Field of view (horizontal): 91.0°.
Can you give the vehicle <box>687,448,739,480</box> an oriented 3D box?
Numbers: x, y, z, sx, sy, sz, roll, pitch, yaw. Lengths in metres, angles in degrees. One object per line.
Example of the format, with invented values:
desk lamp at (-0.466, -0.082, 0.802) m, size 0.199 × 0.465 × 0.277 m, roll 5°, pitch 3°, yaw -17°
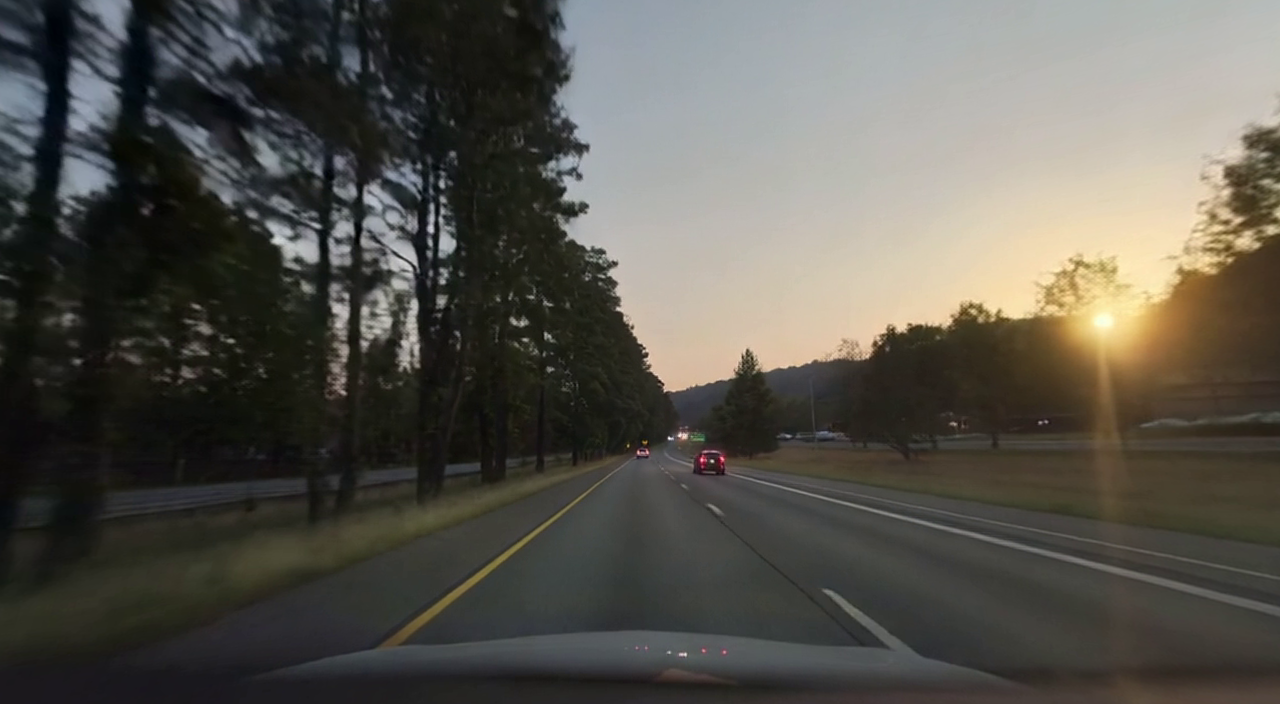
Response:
vehicle at (3.627, 5.663, 32.114) m, size 2.115 × 1.522 × 4.330 m, roll 0°, pitch -9°, yaw -1°
